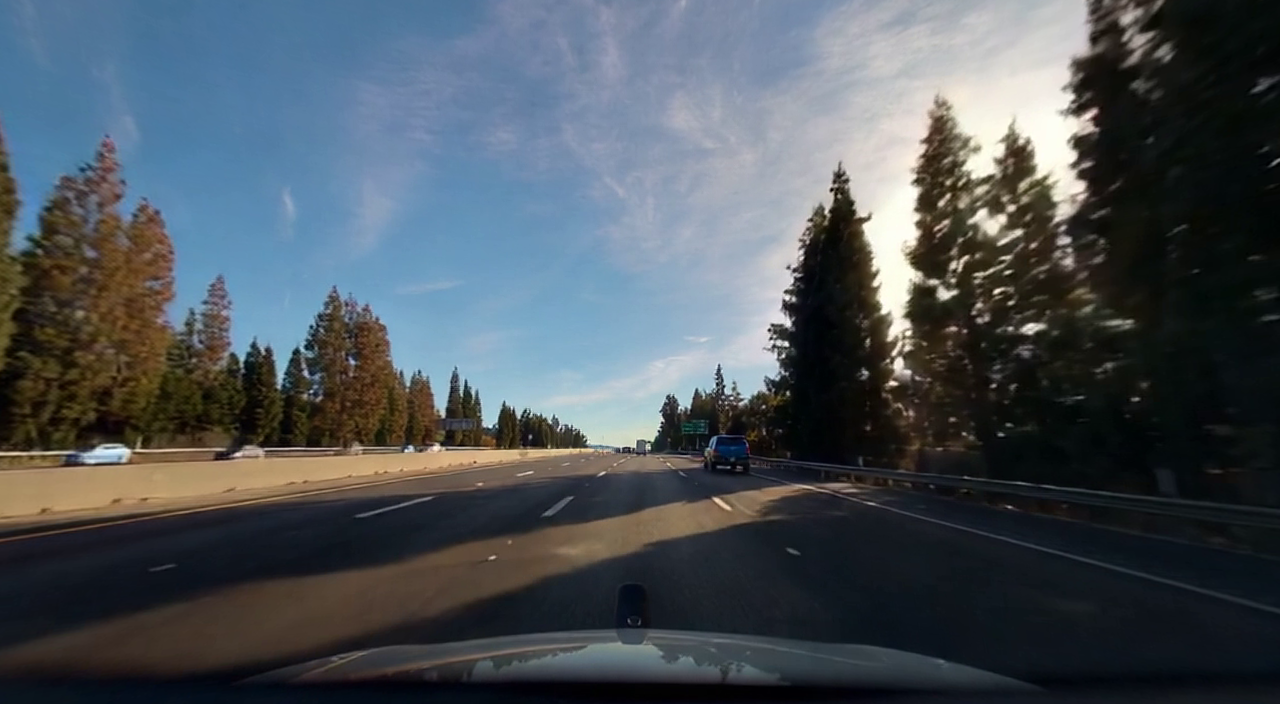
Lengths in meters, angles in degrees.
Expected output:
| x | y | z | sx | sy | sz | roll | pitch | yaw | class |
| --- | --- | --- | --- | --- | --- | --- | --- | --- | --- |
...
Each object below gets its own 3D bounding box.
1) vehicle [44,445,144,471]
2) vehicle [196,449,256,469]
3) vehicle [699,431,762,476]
| x | y | z | sx | sy | sz | roll | pitch | yaw | class |
| --- | --- | --- | --- | --- | --- | --- | --- | --- | --- |
| -39.720 | 7.693 | 46.098 | 2.139 | 1.695 | 5.697 | -1 | -8 | 1 | vehicle |
| -32.638 | 8.402 | 49.823 | 1.837 | 1.432 | 4.253 | 0 | -8 | 0 | vehicle |
| 4.221 | 4.806 | 30.151 | 2.172 | 1.930 | 4.879 | 0 | -8 | -1 | vehicle |
